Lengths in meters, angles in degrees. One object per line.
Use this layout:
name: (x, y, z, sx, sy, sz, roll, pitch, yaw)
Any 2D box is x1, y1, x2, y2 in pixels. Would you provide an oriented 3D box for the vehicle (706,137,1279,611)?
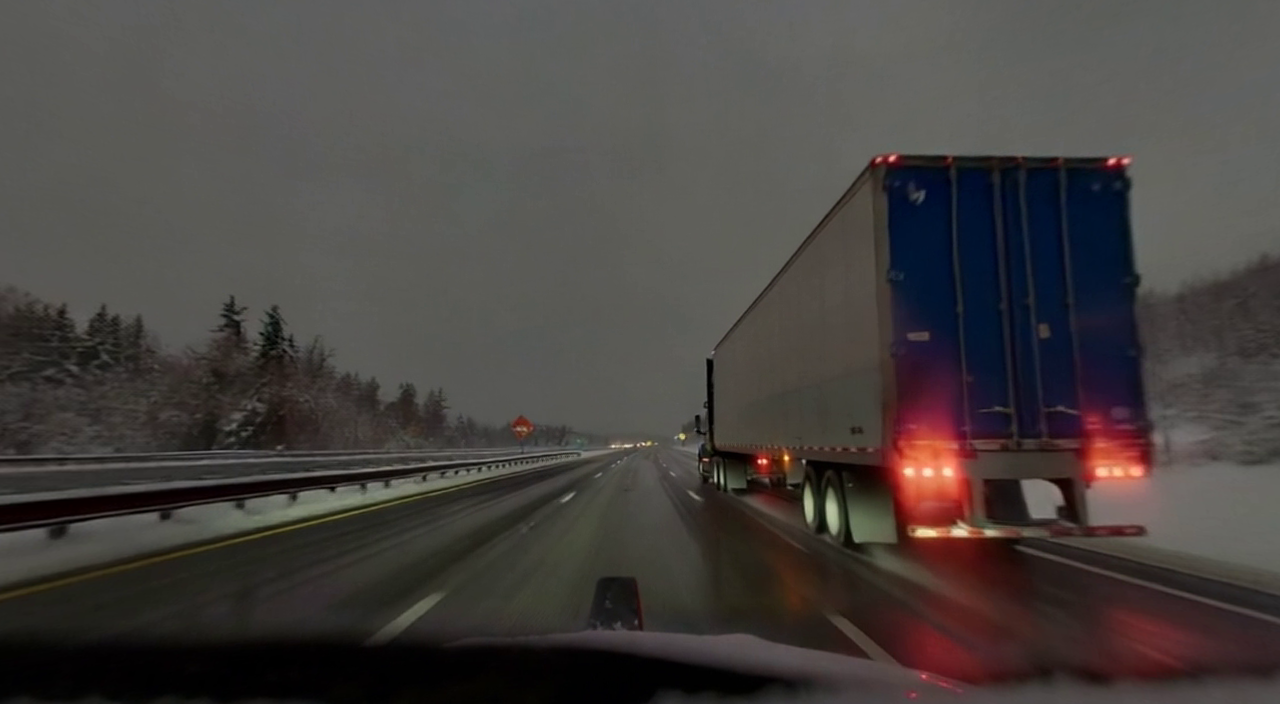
vehicle: (3.806, 1.192, 12.503, 3.244, 4.020, 14.561, 0, -9, -1)
